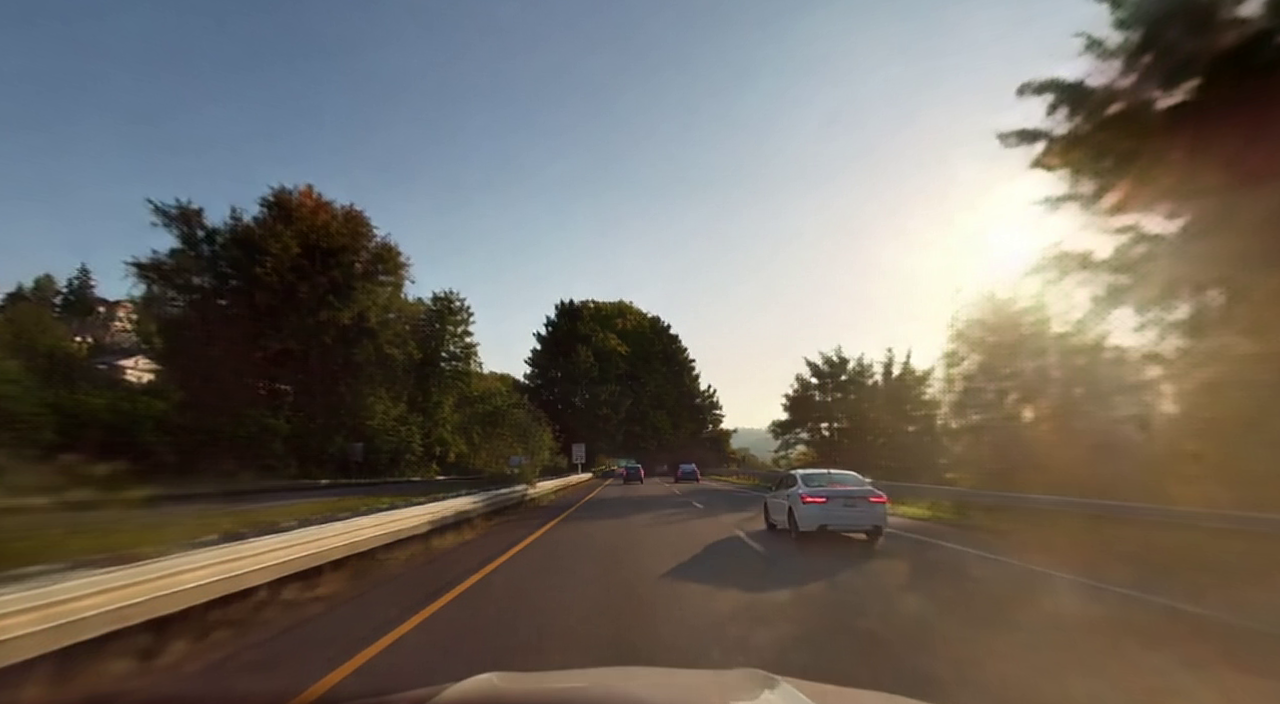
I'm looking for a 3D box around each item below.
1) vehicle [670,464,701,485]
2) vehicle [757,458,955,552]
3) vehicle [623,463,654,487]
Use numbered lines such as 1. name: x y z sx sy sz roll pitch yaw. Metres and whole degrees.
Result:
1. vehicle: 3.455 9.341 48.016 1.976 1.467 3.783 1 -10 -2
2. vehicle: 3.829 2.848 12.321 2.018 1.426 4.941 1 -10 -1
3. vehicle: -0.102 8.234 42.134 1.980 1.483 3.865 1 -10 -1
